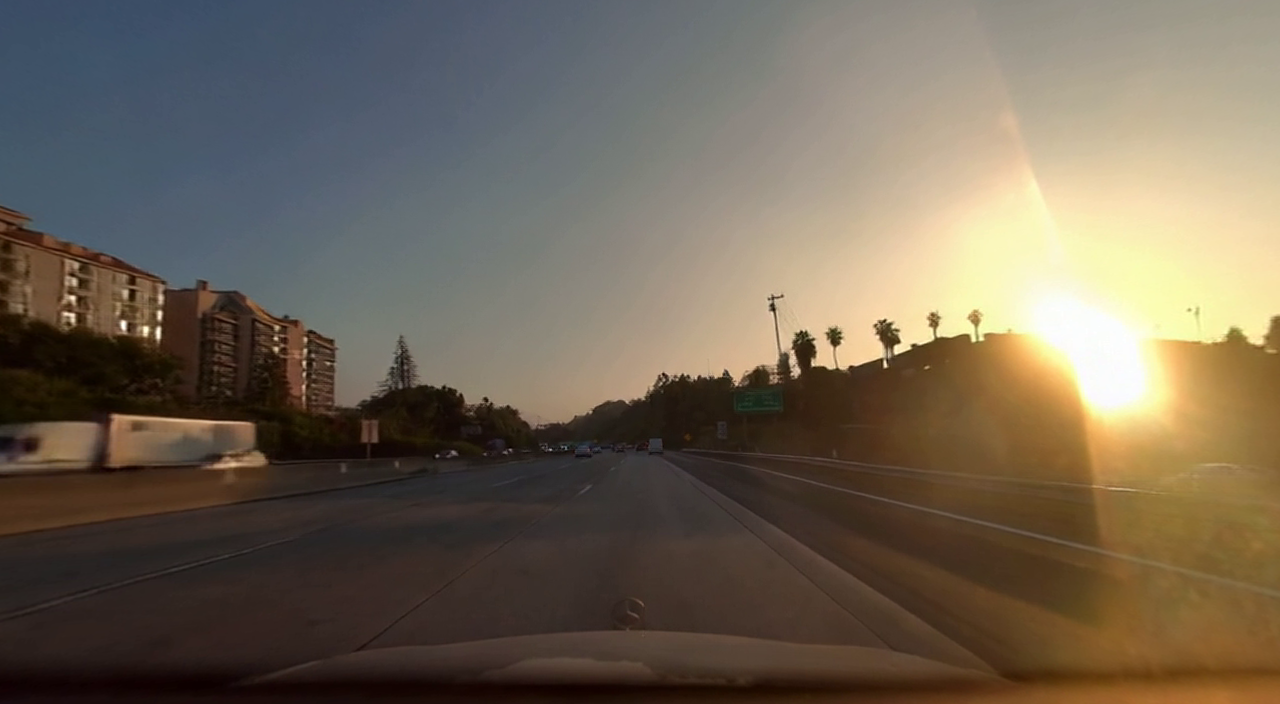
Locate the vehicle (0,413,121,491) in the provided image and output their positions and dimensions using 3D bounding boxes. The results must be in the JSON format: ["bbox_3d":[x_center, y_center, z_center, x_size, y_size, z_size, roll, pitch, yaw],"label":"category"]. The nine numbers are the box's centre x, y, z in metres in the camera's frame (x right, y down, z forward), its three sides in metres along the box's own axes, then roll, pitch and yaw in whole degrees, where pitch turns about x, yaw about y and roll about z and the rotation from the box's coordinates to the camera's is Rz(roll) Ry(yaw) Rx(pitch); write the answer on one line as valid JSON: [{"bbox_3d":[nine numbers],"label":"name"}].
[{"bbox_3d":[-34.584,5.640,35.717,3.043,3.987,7.889,0,-8,1],"label":"vehicle"}]

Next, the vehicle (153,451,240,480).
[{"bbox_3d":[-26.757,6.833,38.089,1.846,1.550,4.666,-1,-8,1],"label":"vehicle"}]
